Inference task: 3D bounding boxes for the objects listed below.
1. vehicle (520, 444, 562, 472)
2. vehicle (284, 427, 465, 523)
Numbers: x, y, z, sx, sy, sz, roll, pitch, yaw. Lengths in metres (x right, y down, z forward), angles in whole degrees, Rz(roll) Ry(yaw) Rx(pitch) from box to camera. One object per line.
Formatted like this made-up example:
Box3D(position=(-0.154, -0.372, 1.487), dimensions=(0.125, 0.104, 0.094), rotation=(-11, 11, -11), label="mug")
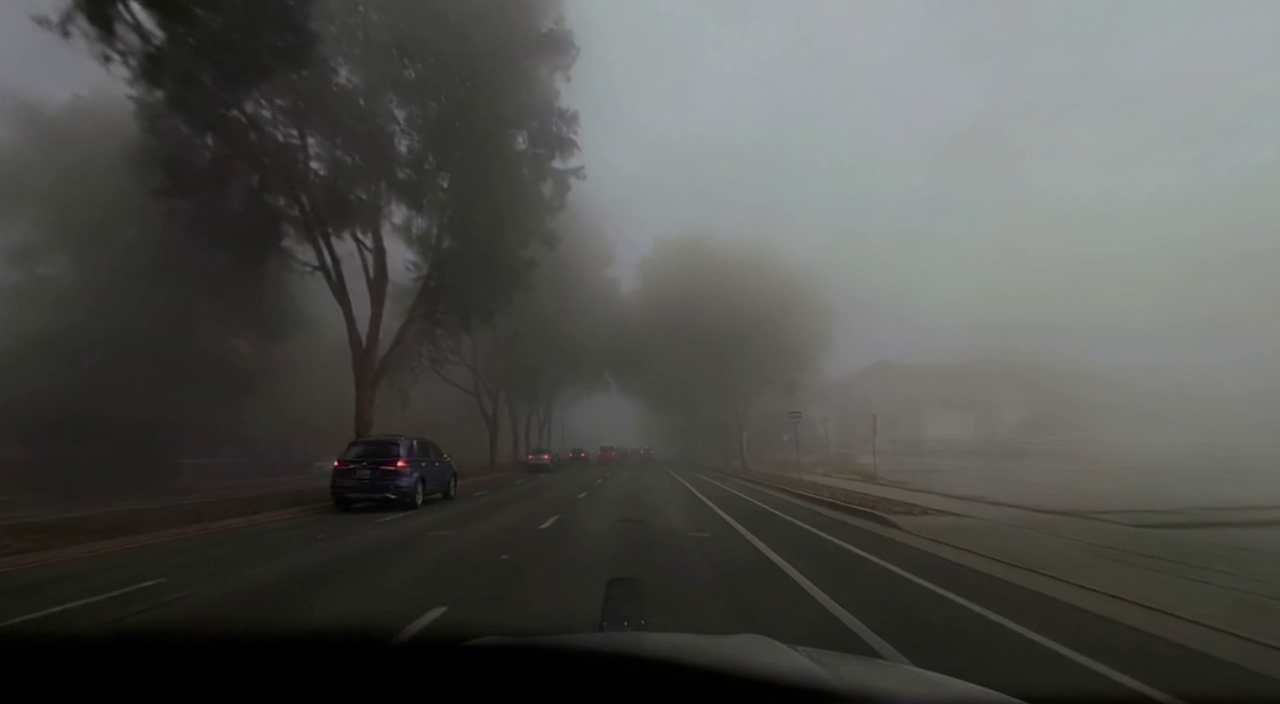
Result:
Box3D(position=(-6.351, 6.877, 41.045), dimensions=(1.985, 1.708, 4.310), rotation=(0, -9, 1), label="vehicle")
Box3D(position=(-5.521, 2.601, 13.869), dimensions=(2.123, 1.761, 4.322), rotation=(0, -9, -1), label="vehicle")
